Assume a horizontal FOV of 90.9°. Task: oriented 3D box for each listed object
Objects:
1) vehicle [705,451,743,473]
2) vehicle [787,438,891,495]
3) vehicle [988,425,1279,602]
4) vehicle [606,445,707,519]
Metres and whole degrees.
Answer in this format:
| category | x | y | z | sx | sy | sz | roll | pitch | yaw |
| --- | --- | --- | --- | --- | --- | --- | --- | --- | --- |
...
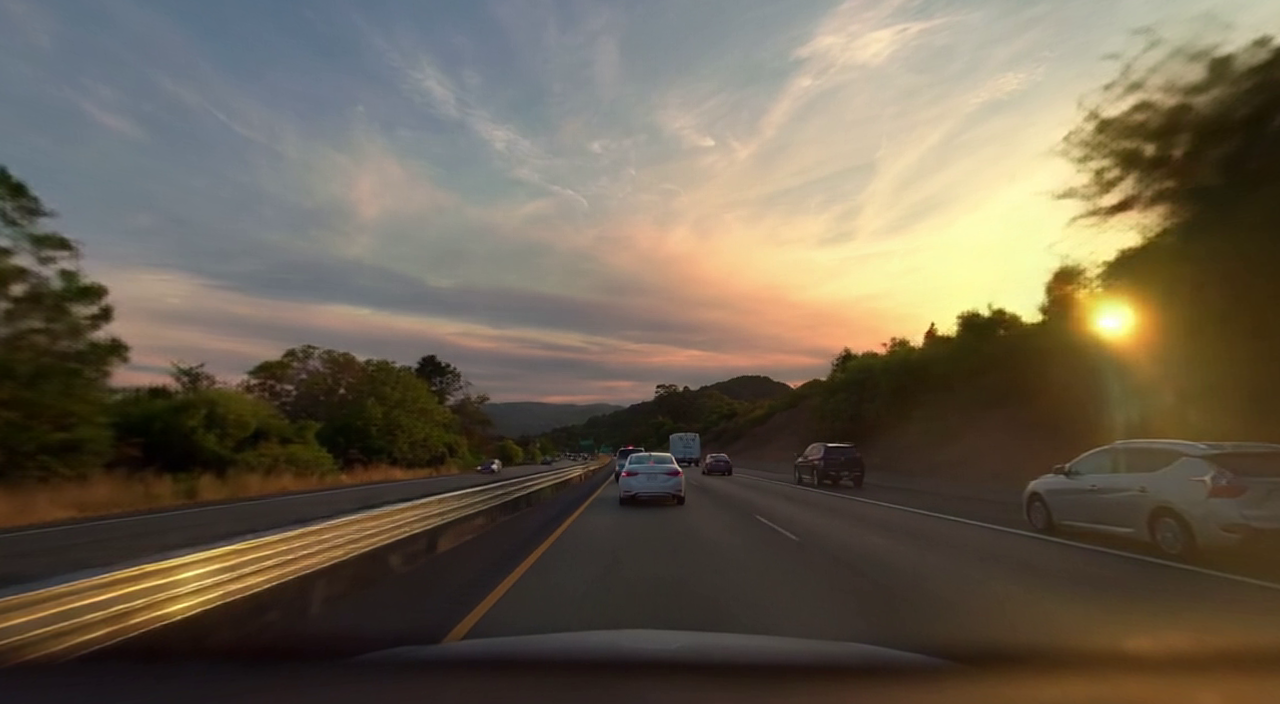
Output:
| category | x | y | z | sx | sy | sz | roll | pitch | yaw |
| --- | --- | --- | --- | --- | --- | --- | --- | --- | --- |
| vehicle | 5.945 | 7.827 | 45.101 | 1.921 | 1.451 | 3.841 | 0 | -9 | -3 |
| vehicle | 6.505 | 3.788 | 21.161 | 1.980 | 1.702 | 4.235 | 0 | -9 | -2 |
| vehicle | 6.293 | 1.695 | 7.450 | 1.965 | 1.484 | 4.090 | 0 | -9 | 0 |
| vehicle | 0.299 | 2.986 | 14.952 | 2.076 | 1.485 | 3.774 | 0 | -9 | -1 |
